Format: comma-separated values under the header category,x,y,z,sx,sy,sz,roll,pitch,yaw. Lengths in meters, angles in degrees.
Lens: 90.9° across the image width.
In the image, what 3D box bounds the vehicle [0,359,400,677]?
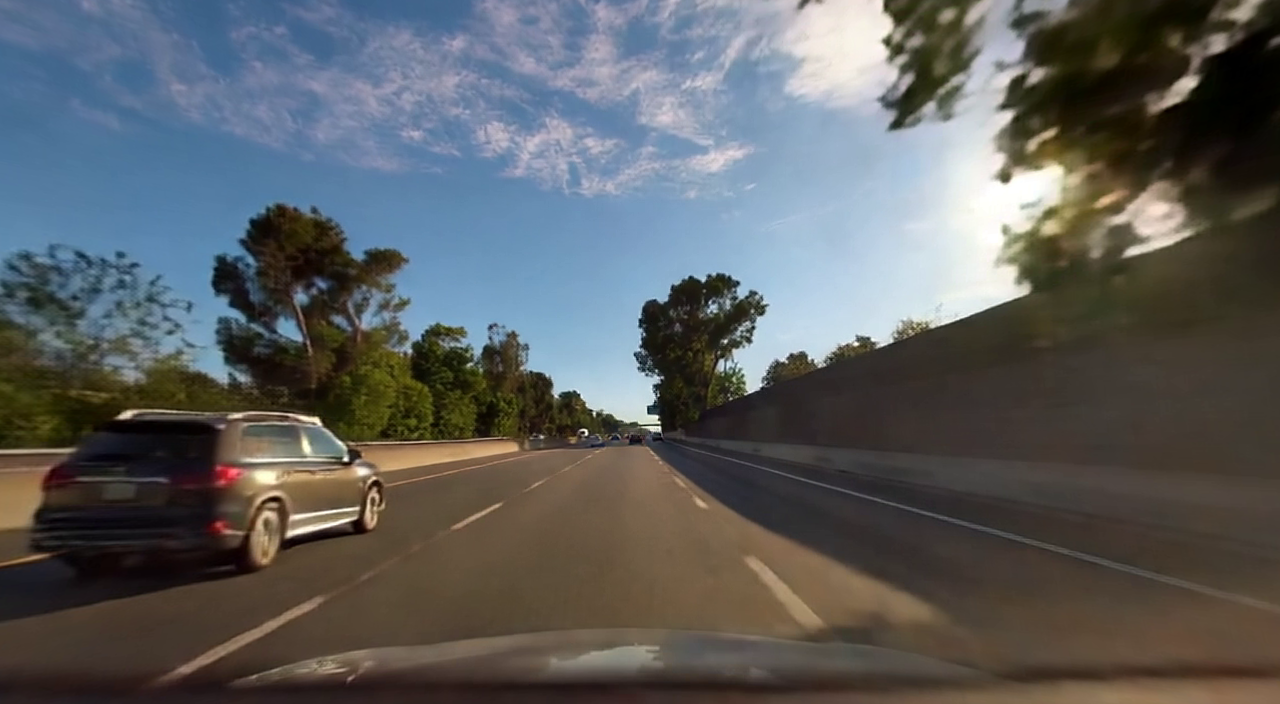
category,x,y,z,sx,sy,sz,roll,pitch,yaw
vehicle,-4.258,1.202,5.794,2.306,1.730,4.606,0,-7,0
